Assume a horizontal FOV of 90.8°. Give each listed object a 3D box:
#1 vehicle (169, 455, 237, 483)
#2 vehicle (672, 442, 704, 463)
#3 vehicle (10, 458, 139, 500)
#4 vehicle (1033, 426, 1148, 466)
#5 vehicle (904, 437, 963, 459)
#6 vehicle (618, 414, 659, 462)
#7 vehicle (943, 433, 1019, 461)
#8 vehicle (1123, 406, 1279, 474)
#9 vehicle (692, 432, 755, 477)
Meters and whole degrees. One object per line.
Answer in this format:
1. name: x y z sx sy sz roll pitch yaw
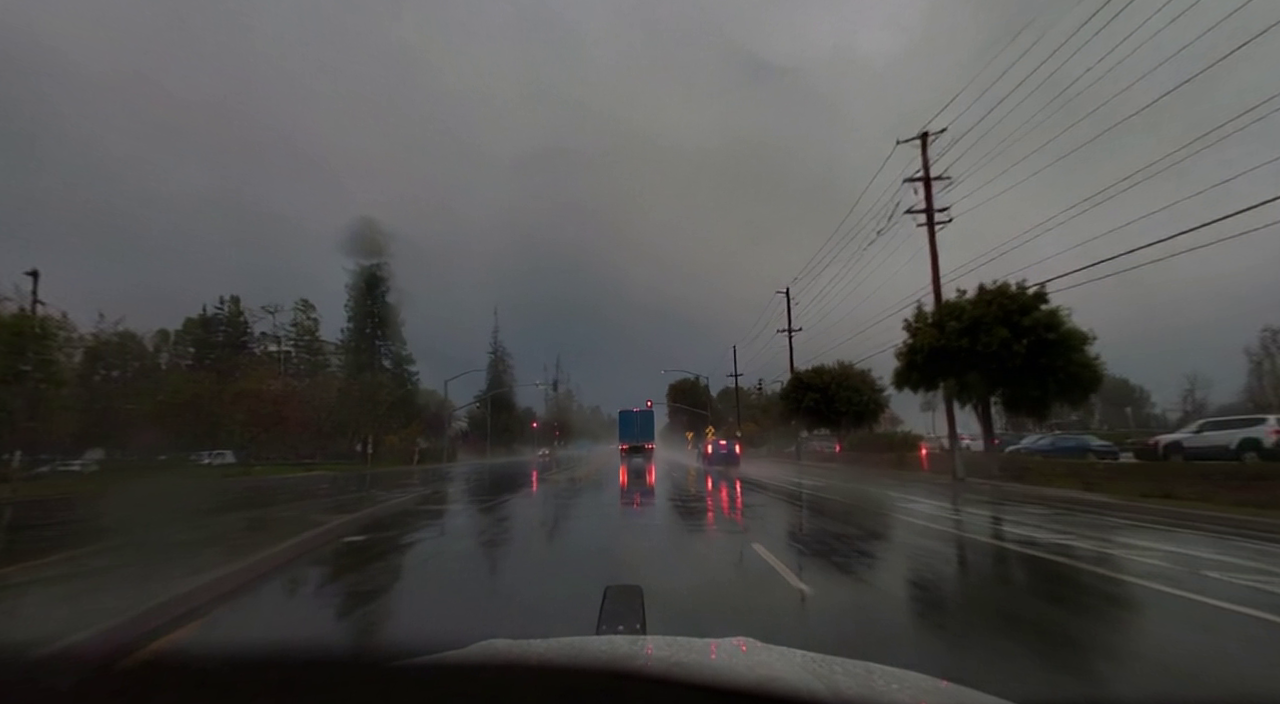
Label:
1. vehicle: -31.294 8.321 45.423 2.099 1.801 4.957 1 -9 -11
2. vehicle: 3.661 7.734 48.743 2.146 1.474 4.564 0 -9 0
3. vehicle: -26.116 5.853 29.438 2.188 1.669 4.546 1 -9 -8
4. vehicle: 20.819 4.390 29.460 1.917 1.682 4.575 0 -9 -1
5. vehicle: 20.700 6.790 44.790 1.887 1.448 4.723 0 -9 0
6. vehicle: -0.096 6.665 48.467 2.889 3.347 8.285 0 -9 0
7. vehicle: 20.541 5.757 38.326 2.010 1.567 4.519 0 -9 -1
8. vehicle: 20.741 3.146 22.382 2.529 2.086 5.902 0 -9 0
9. vehicle: 3.570 4.508 27.966 2.086 1.803 4.607 0 -9 -1
